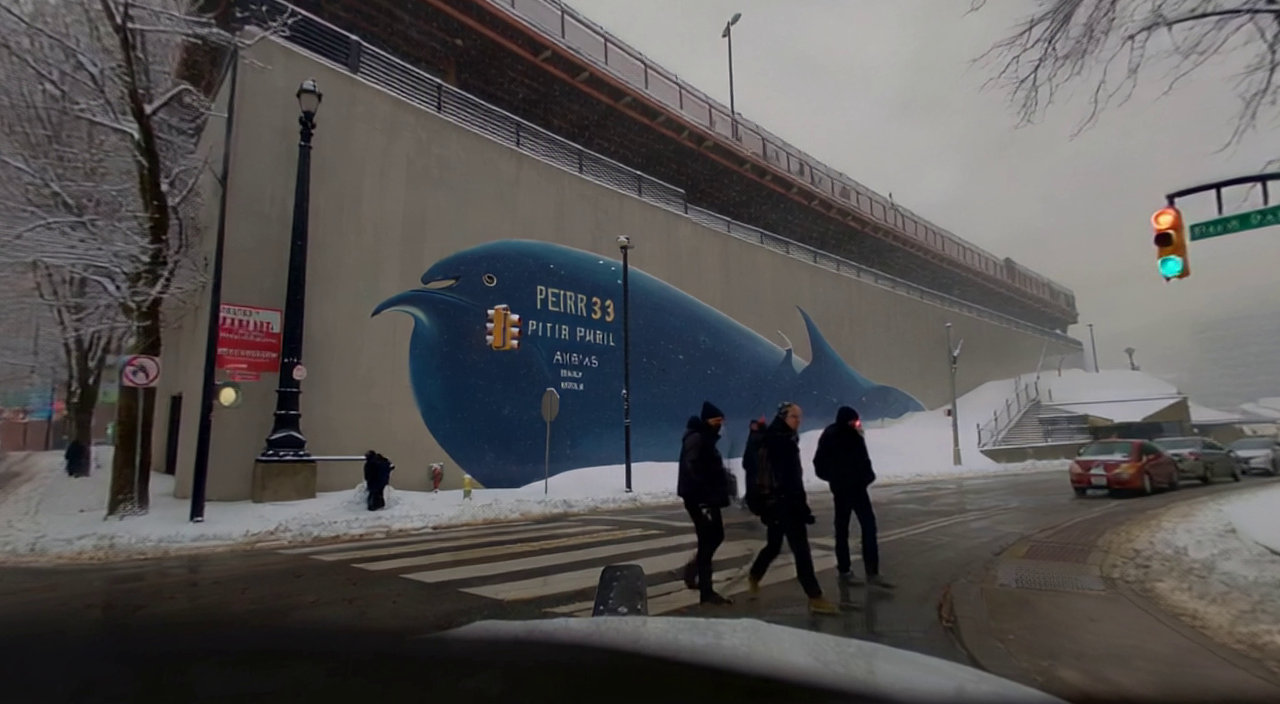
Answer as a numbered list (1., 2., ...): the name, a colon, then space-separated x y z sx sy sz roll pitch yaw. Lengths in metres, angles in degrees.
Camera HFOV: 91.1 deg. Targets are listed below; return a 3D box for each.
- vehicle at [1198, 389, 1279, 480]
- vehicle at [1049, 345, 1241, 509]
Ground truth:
1. vehicle: 32.739 4.437 33.445 12.015 4.103 2.920 7 -11 -42
2. vehicle: 15.741 2.373 19.208 9.347 3.893 2.849 7 -11 -42
